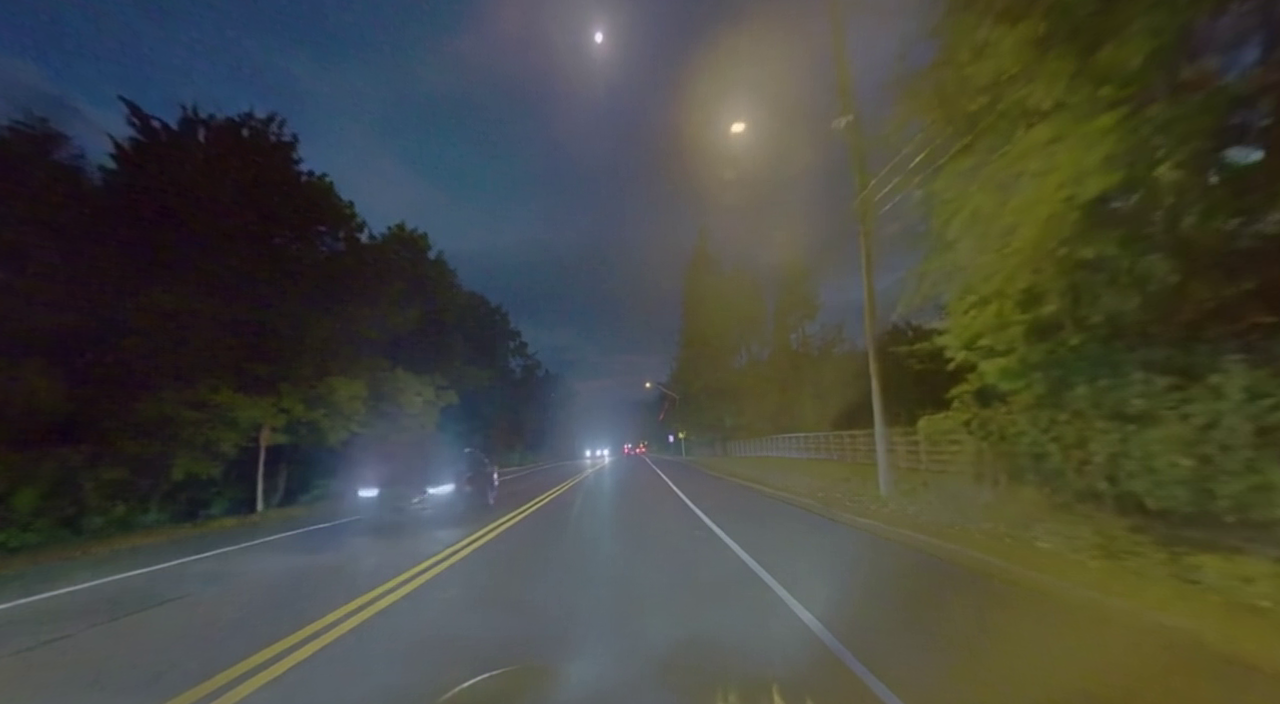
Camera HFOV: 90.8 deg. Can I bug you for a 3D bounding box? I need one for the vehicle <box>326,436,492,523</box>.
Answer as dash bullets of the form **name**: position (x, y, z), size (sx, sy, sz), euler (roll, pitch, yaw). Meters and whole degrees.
- **vehicle**: position (-5.064, 2.851, 14.709), size (2.129, 1.664, 4.528), euler (0, -9, 0)
